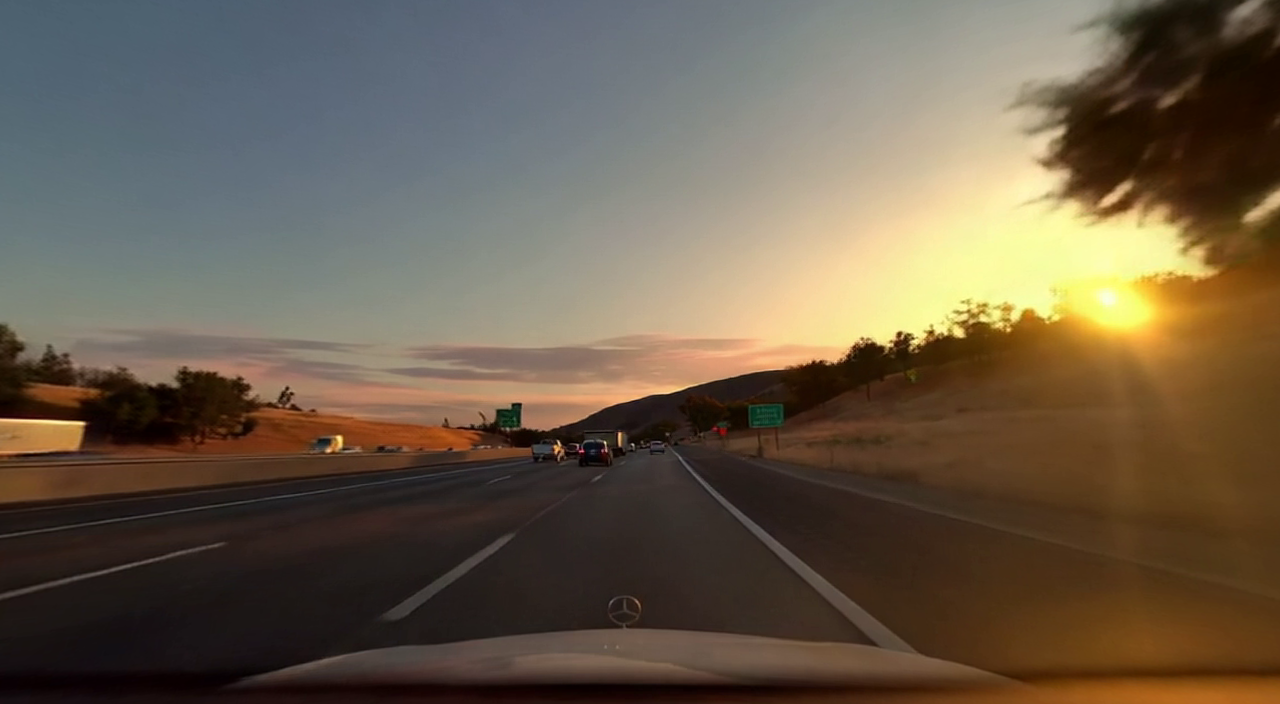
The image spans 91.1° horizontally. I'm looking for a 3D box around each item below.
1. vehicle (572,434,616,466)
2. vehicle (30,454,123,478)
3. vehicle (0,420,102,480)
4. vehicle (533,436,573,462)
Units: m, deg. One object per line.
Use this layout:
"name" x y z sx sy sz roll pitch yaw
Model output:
"vehicle" -2.643 5.772 37.014 2.194 1.766 3.720 0 -9 2
"vehicle" -40.736 8.207 45.585 1.827 1.564 5.291 0 -9 0
"vehicle" -45.147 6.528 41.978 2.976 4.033 16.859 0 -9 2
"vehicle" -6.194 6.999 45.341 2.078 1.729 4.722 0 -9 2
